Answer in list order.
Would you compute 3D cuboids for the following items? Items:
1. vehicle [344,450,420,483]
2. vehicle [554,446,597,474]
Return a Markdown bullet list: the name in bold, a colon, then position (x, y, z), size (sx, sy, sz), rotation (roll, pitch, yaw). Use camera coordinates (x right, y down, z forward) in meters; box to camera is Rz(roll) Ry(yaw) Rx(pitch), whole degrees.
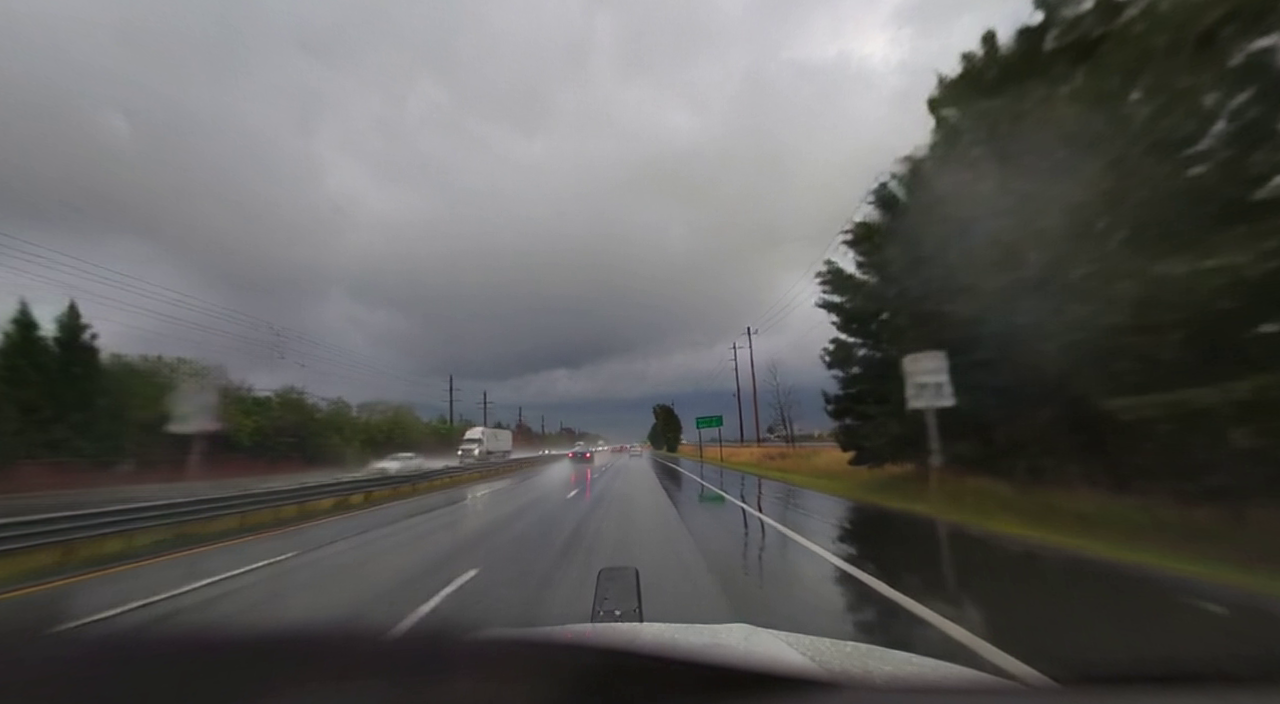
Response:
- **vehicle**: position (-12.744, 5.642, 31.241), size (1.923, 1.482, 4.325), rotation (0, -9, 0)
- **vehicle**: position (-3.797, 6.473, 37.622), size (2.123, 1.545, 4.404), rotation (0, -9, 0)
